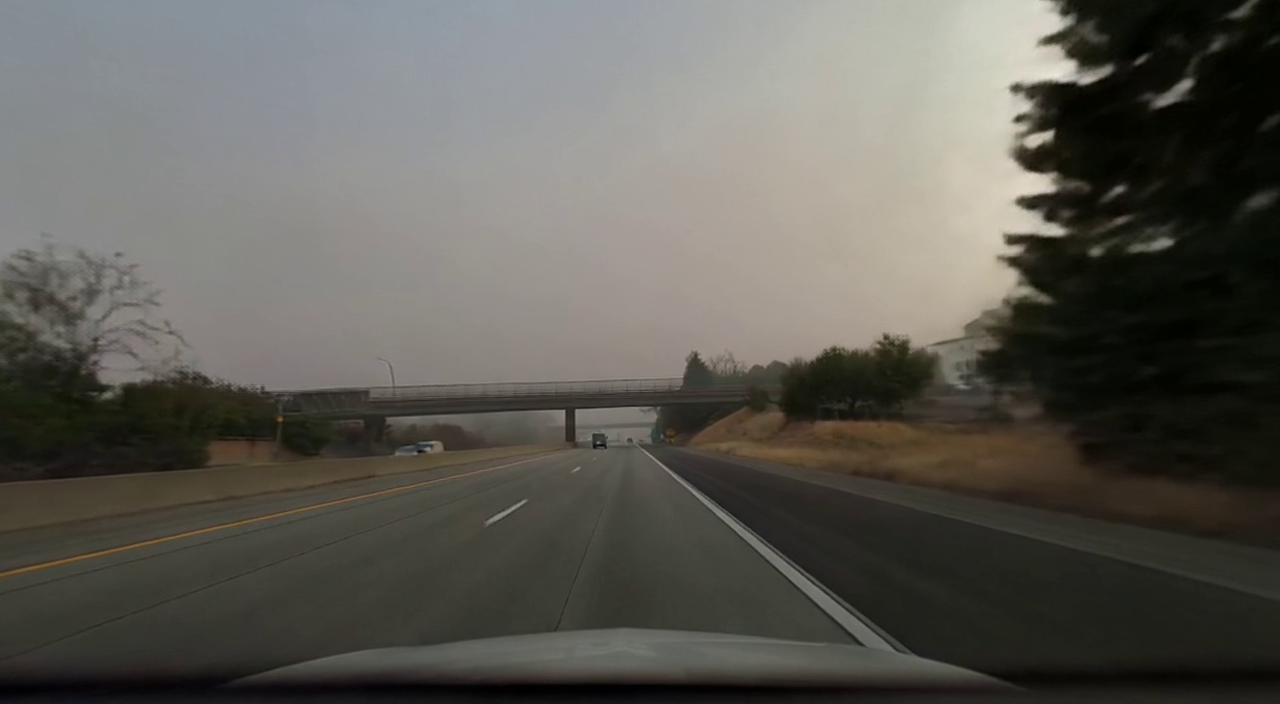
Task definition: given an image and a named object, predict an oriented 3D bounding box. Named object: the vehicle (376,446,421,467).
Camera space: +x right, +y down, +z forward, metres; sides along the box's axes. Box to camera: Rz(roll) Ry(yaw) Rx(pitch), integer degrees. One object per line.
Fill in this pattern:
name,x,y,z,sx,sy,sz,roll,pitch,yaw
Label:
vehicle,-18.064,7.834,47.316,1.817,1.435,4.153,0,-8,-1
